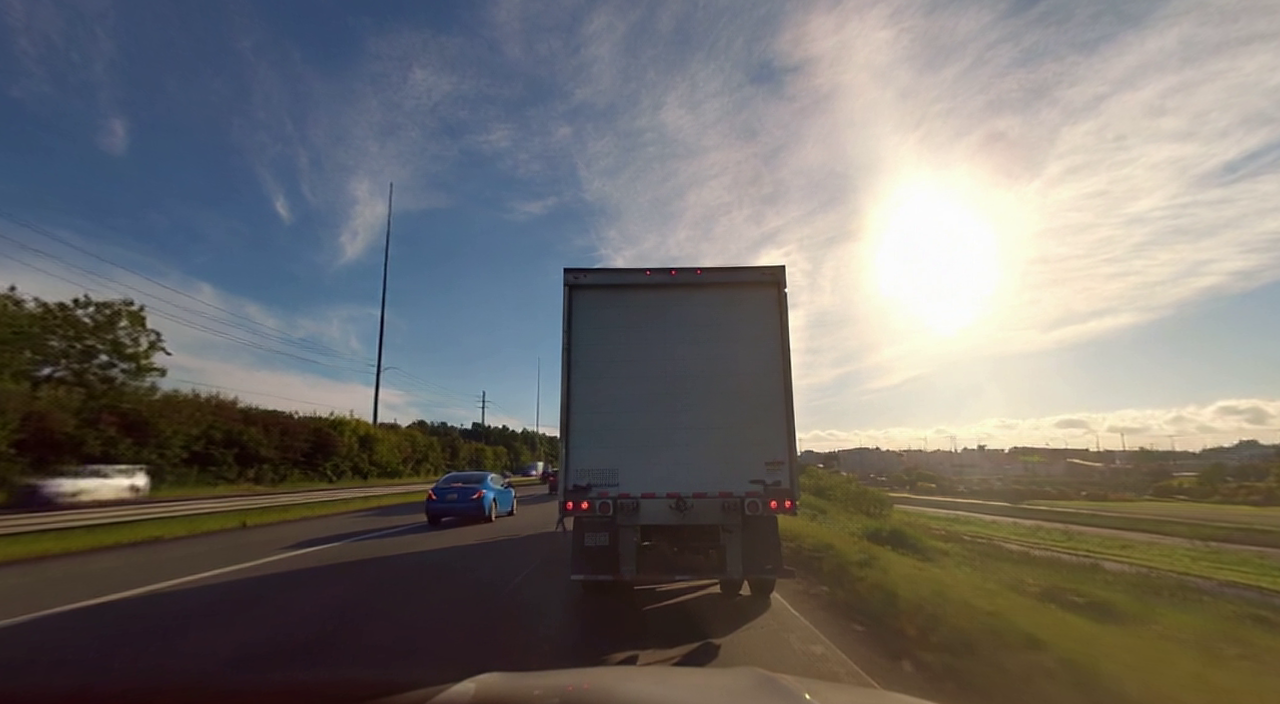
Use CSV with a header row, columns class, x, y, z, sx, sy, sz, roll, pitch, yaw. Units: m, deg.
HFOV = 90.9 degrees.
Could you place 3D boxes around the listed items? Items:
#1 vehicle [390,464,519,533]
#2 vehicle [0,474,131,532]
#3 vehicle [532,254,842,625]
class,x,y,z,sx,sy,sz,roll,pitch,yaw
vehicle,-4.495,3.625,16.029,1.891,1.469,4.431,1,-11,0
vehicle,-18.865,4.714,20.046,1.868,1.579,4.060,1,-11,0
vehicle,0.594,1.535,10.361,2.831,3.529,8.689,0,-11,2
